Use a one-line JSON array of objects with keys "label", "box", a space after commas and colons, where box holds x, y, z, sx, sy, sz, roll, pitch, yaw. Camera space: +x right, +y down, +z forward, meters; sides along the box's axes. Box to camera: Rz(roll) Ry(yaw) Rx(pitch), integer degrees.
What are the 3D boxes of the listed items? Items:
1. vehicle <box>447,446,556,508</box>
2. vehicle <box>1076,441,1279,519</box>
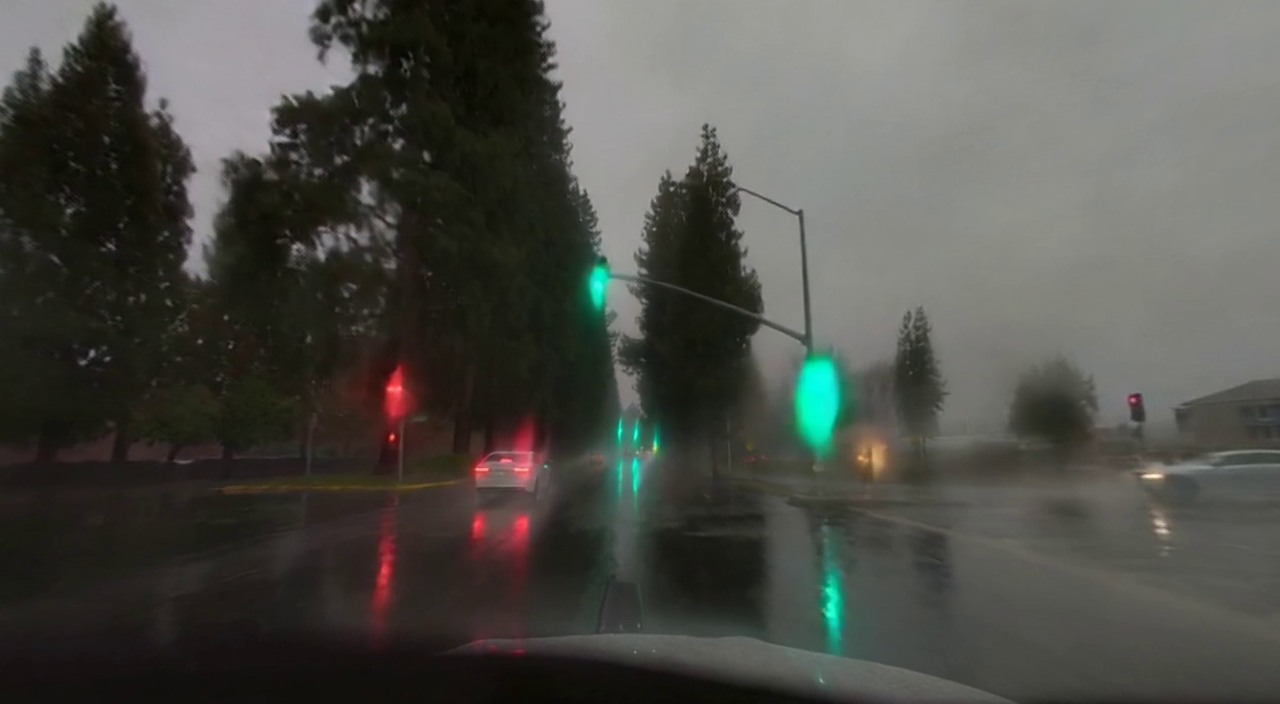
[{"label": "vehicle", "box": [-3.597, 3.316, 17.333, 1.968, 1.459, 4.433, 0, -8, 0]}, {"label": "vehicle", "box": [12.098, 2.598, 13.164, 4.632, 1.473, 1.889, 0, -8, -3]}]
